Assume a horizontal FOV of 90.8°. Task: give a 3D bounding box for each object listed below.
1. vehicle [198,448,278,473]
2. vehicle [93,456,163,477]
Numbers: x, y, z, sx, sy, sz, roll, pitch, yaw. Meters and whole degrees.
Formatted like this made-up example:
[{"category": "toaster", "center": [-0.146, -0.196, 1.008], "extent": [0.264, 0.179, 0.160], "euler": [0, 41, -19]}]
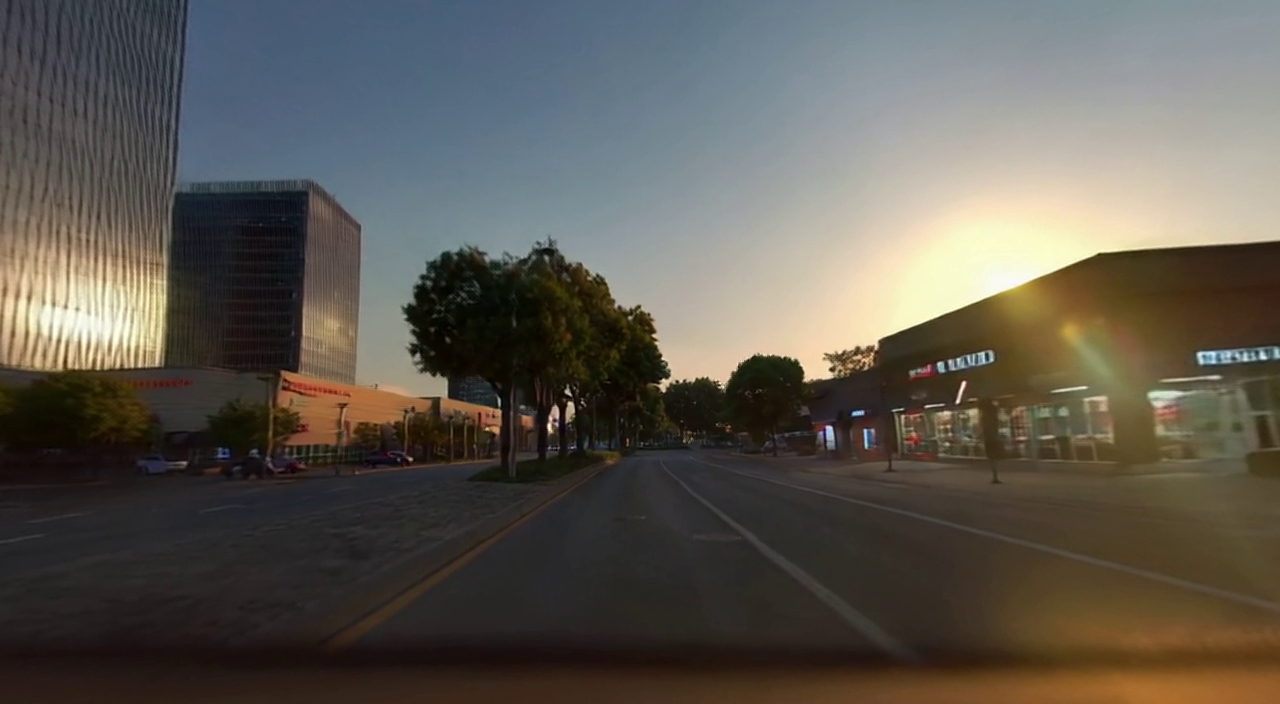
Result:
[{"category": "vehicle", "center": [-29.327, 7.958, 46.162], "extent": [4.470, 1.480, 1.989], "euler": [-4, -10, 0]}, {"category": "vehicle", "center": [-40.404, 9.020, 49.925], "extent": [4.102, 1.543, 1.629], "euler": [0, -9, 2]}]
